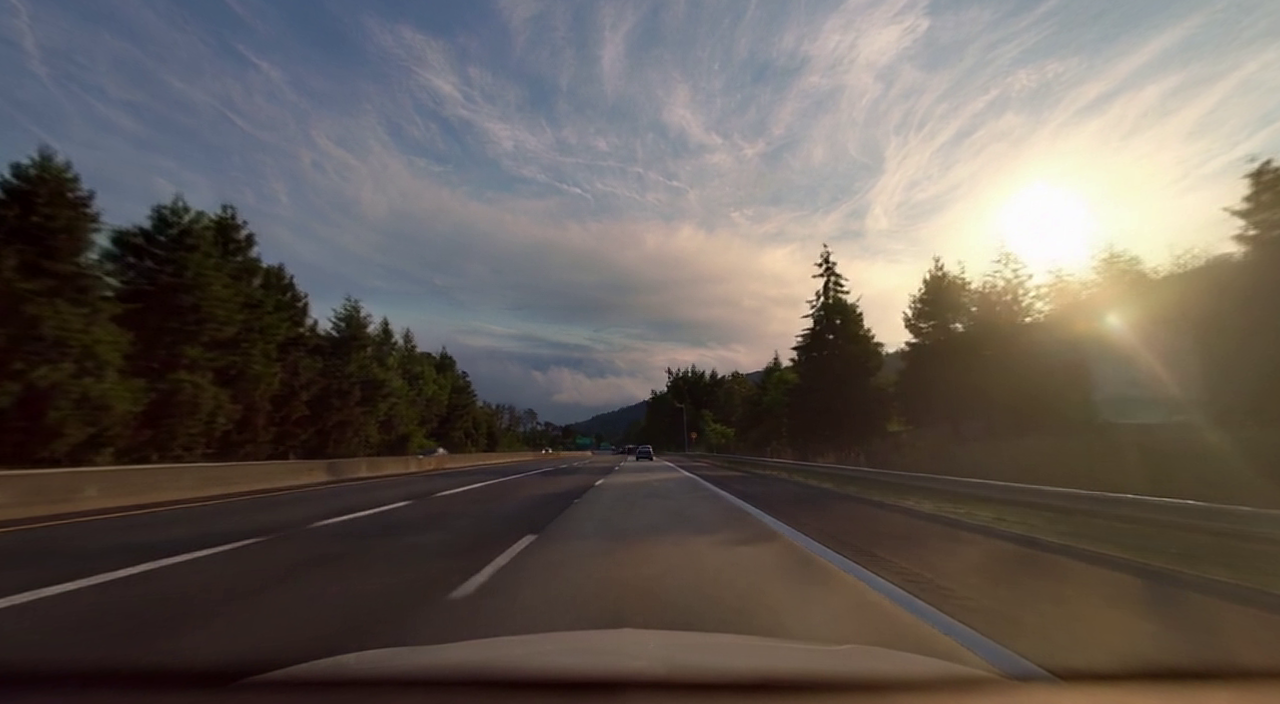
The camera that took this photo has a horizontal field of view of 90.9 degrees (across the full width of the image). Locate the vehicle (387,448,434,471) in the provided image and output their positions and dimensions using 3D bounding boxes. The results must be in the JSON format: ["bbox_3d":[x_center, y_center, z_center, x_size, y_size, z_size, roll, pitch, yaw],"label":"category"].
[{"bbox_3d":[-15.269,7.149,42.071,1.728,1.452,3.600,0,-9,2],"label":"vehicle"}]
